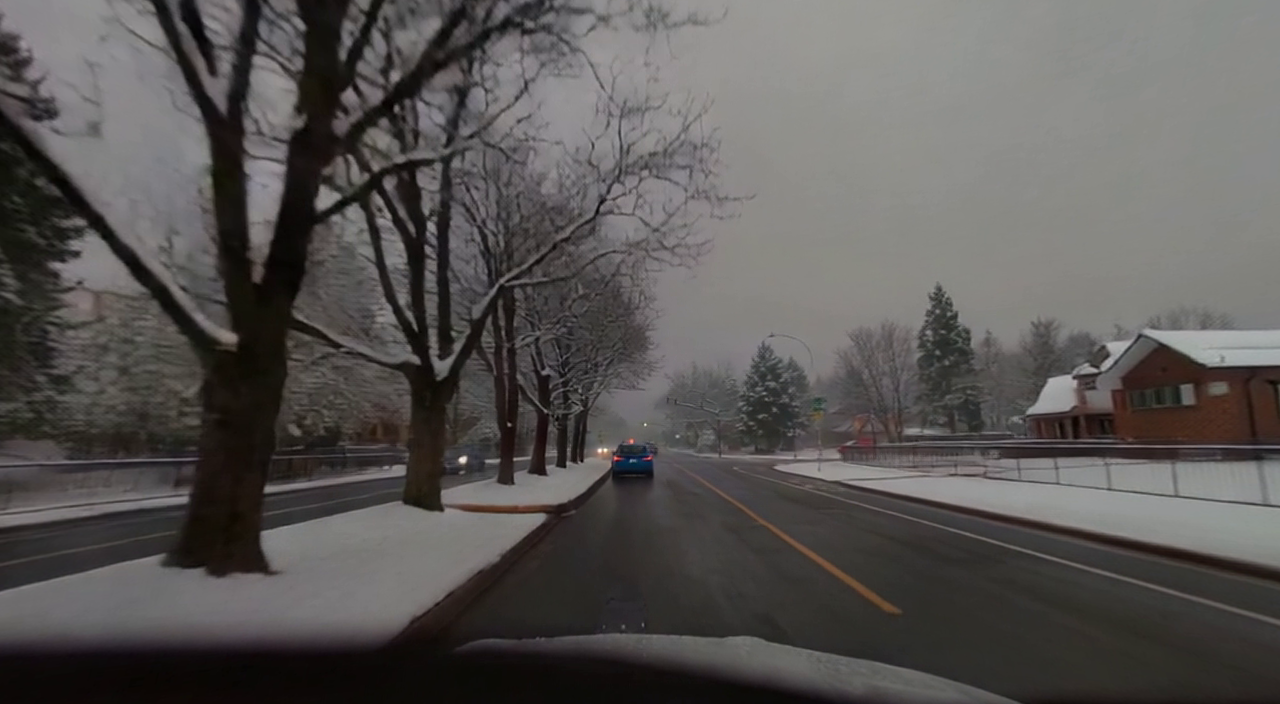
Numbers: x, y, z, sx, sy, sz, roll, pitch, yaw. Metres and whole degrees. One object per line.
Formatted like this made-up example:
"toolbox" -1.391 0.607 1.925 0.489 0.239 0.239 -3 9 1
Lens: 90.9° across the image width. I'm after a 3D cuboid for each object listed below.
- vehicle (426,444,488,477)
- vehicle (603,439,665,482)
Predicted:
"vehicle" -9.232 5.488 32.133 1.945 1.530 3.740 -1 -8 1
"vehicle" -0.264 4.170 24.622 2.158 1.469 4.909 0 -8 -1
